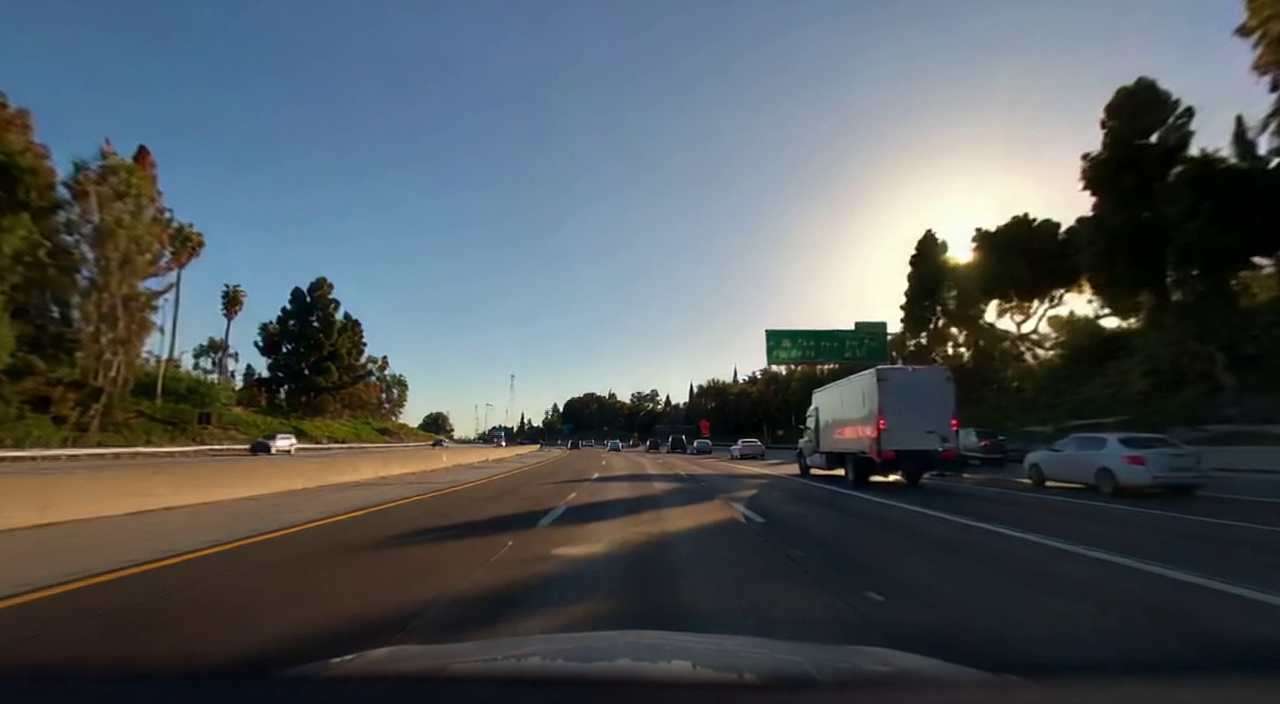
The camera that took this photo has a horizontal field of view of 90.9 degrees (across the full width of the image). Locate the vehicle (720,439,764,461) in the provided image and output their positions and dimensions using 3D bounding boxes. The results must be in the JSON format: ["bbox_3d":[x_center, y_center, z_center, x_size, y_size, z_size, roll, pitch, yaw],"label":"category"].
[{"bbox_3d":[7.261,7.047,45.495,2.092,1.478,4.647,0,-8,-4],"label":"vehicle"}]

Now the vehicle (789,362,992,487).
[{"bbox_3d":[8.152,2.715,22.553,2.919,3.482,9.838,0,-8,-2],"label":"vehicle"}]

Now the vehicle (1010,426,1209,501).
[{"bbox_3d":[12.945,3.082,17.873,2.032,1.827,4.501,0,-8,-2],"label":"vehicle"}]
